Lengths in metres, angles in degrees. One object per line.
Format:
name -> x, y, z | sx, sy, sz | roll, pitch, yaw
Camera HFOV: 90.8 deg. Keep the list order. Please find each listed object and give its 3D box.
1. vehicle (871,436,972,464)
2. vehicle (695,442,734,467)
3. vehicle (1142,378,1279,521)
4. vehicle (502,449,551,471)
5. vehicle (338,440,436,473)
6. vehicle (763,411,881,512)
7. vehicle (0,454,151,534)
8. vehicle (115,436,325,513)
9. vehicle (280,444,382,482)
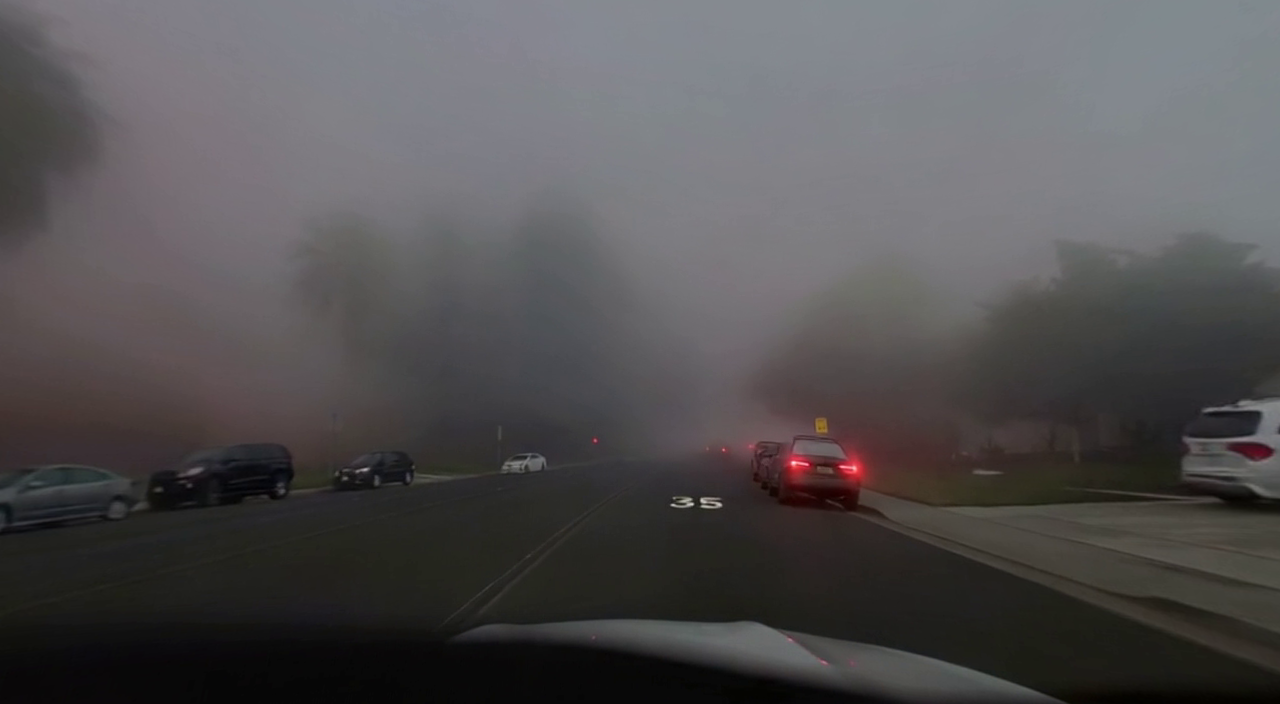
vehicle -> 16.075, 5.635, 36.317 | 4.923, 1.521, 1.811 | -1, -9, 8
vehicle -> 4.814, 6.560, 40.498 | 2.035, 1.474, 4.284 | -2, -9, 12
vehicle -> 12.170, 1.516, 10.329 | 5.588, 2.111, 2.300 | -3, -9, 7
vehicle -> -8.050, 7.693, 45.345 | 1.860, 1.499, 4.402 | -2, -9, 12
vehicle -> -15.127, 6.286, 37.853 | 5.205, 1.792, 1.969 | -3, -10, 12
vehicle -> 4.616, 2.854, 16.852 | 2.326, 2.257, 4.635 | 0, -9, 7
vehicle -> -13.251, 3.034, 13.554 | 1.786, 1.488, 4.518 | -5, -9, 3
vehicle -> -12.583, 3.693, 19.668 | 2.051, 1.957, 5.968 | -3, -9, 5
vehicle -> -15.784, 5.646, 32.343 | 4.297, 1.566, 2.024 | 1, -8, 15
